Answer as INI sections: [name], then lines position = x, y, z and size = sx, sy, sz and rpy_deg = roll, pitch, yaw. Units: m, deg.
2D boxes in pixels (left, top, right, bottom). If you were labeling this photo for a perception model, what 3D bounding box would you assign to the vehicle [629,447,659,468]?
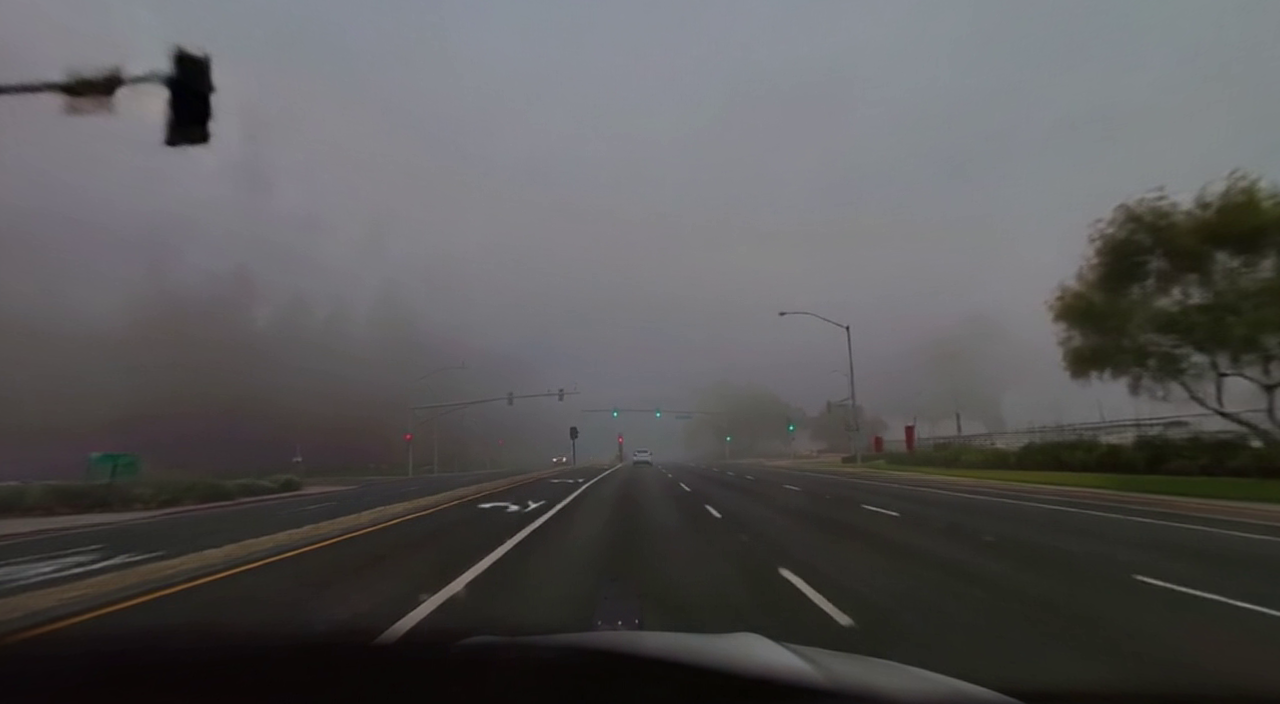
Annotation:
[vehicle]
position = 0.295, 7.542, 45.167
size = 2.064, 1.477, 3.968
rpy_deg = 0, -9, 1
